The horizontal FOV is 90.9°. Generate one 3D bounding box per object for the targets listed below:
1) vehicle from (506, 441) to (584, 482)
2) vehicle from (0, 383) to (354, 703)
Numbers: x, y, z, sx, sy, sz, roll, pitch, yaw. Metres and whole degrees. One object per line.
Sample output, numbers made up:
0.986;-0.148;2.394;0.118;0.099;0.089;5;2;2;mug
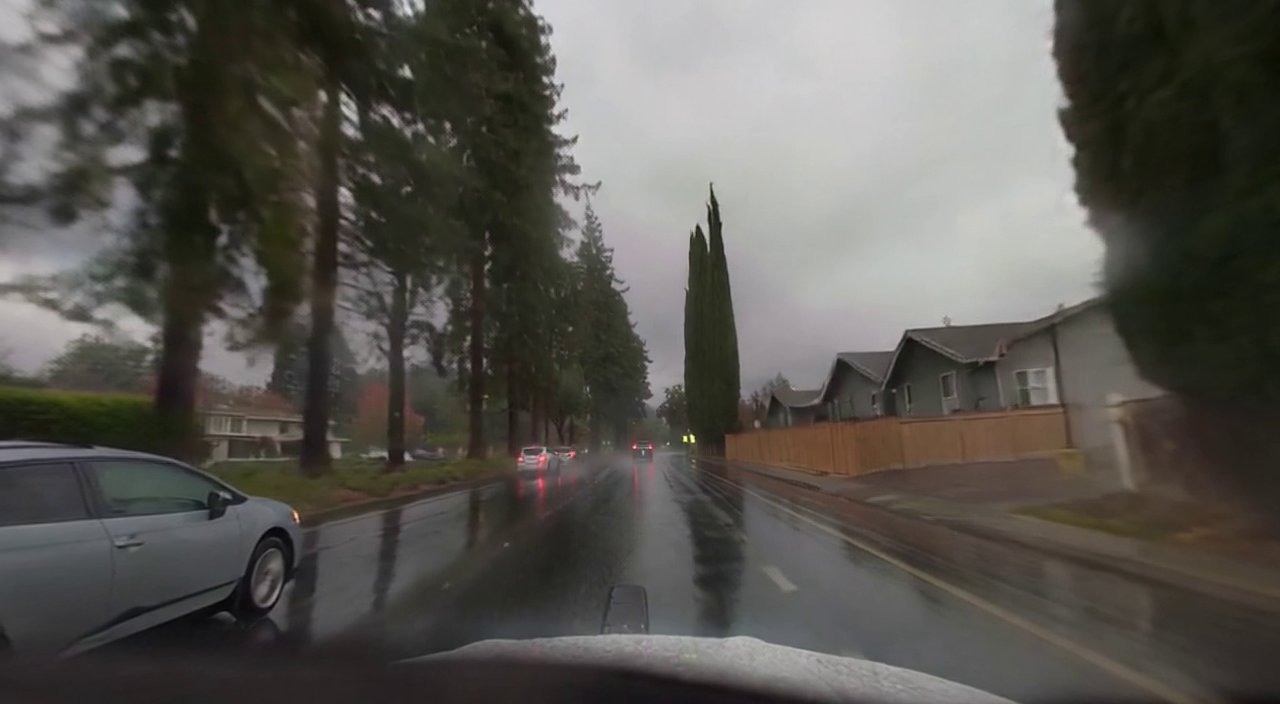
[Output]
-3.671;4.345;25.335;2.188;1.473;4.651;-1;-9;3;vehicle
-4.132;1.085;4.018;2.190;1.545;4.943;0;-9;1;vehicle
